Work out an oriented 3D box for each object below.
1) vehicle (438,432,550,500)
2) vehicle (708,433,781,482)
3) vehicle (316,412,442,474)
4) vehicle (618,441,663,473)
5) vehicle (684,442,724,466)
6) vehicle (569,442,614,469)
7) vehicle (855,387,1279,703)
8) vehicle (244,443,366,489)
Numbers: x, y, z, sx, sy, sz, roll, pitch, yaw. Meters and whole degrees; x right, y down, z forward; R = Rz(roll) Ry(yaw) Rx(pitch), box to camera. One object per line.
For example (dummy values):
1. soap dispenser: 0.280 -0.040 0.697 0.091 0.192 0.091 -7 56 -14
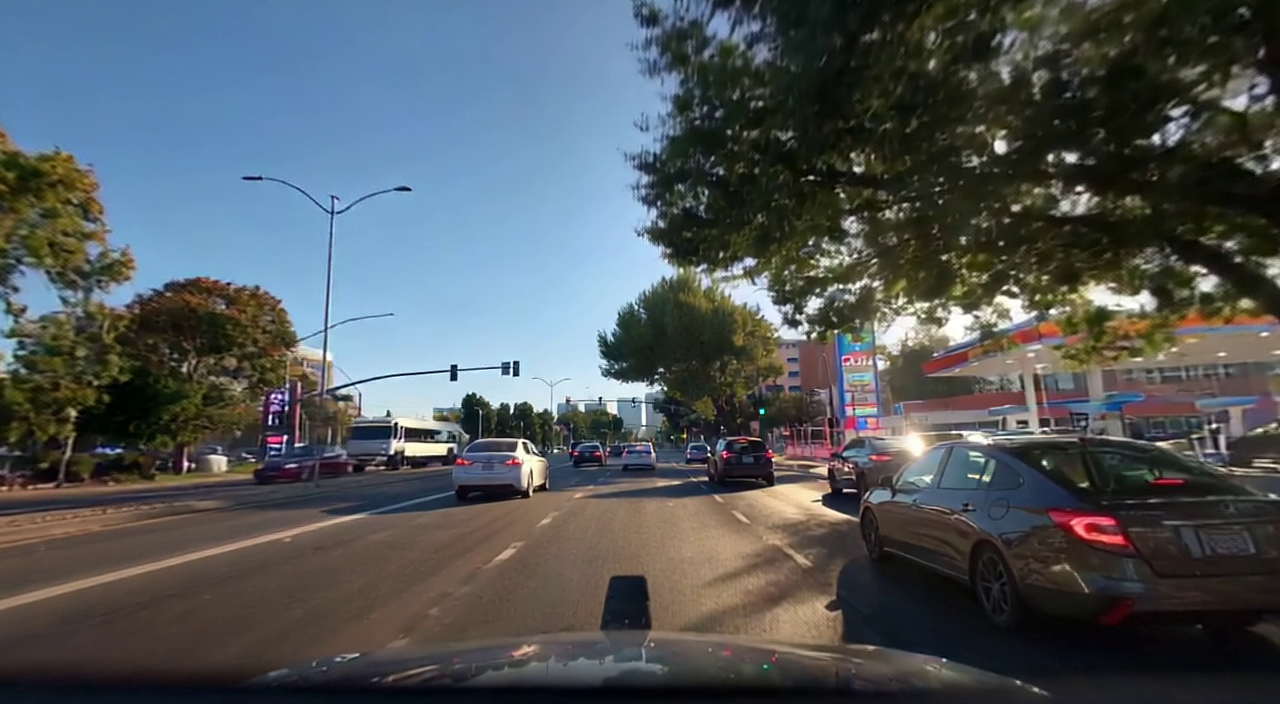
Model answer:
1. vehicle: -3.800 3.031 17.187 2.023 1.607 4.086 0 -8 1
2. vehicle: 3.815 3.946 23.849 2.022 1.683 4.171 0 -8 0
3. vehicle: -15.805 5.689 39.466 3.228 3.319 10.706 0 -8 1
4. vehicle: 0.026 5.204 31.510 2.104 1.477 4.591 0 -8 0
5. vehicle: 4.128 6.661 41.214 2.174 1.462 4.400 0 -8 1
6. vehicle: -2.786 6.059 37.198 2.192 1.463 4.211 -1 -8 1
7. vehicle: 3.435 1.198 4.551 2.038 1.499 4.868 0 -8 0
8. vehicle: -12.215 4.142 23.400 2.013 1.501 4.484 -1 -8 1
